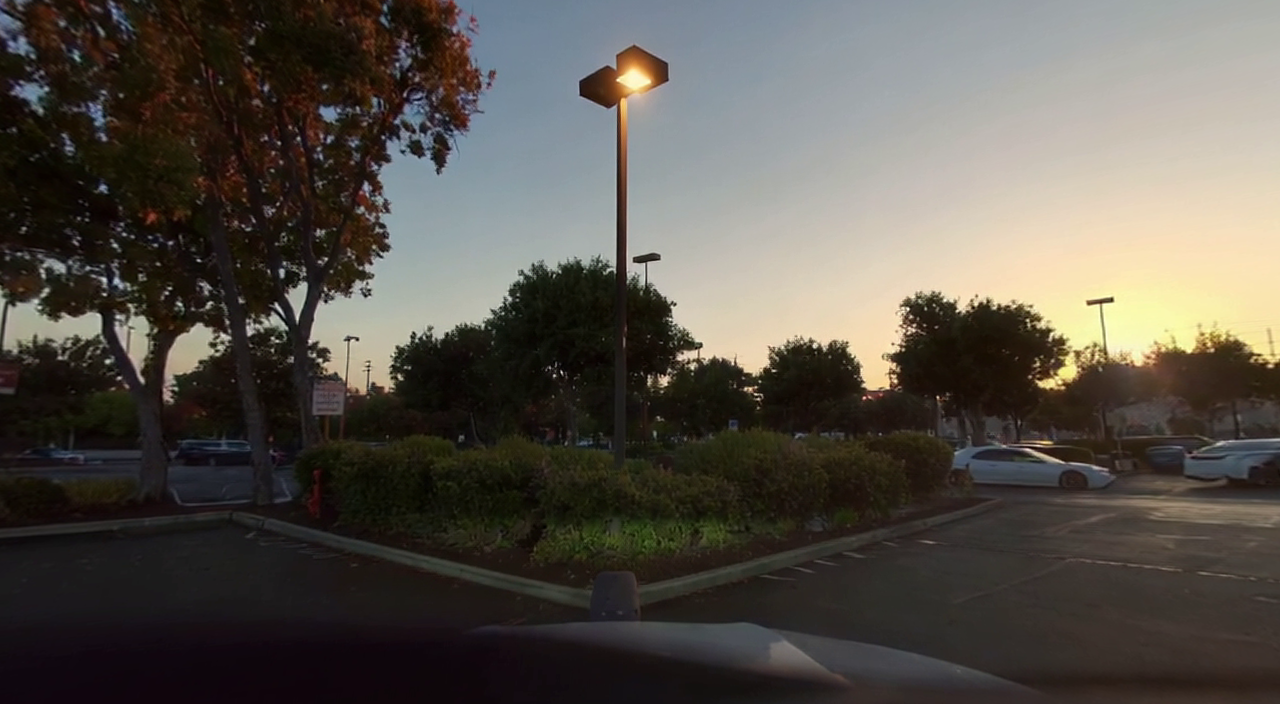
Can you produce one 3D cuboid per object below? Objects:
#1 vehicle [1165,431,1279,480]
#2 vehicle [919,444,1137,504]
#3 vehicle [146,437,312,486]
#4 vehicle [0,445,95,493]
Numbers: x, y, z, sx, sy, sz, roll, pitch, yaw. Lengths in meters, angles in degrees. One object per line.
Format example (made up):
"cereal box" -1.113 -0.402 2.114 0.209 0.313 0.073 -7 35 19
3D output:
"vehicle" 23.370 3.918 24.022 4.939 1.664 2.055 -10 -10 42
"vehicle" 10.669 3.310 17.638 4.772 1.441 1.976 -8 -12 43
"vehicle" -15.216 4.039 23.602 1.921 1.632 4.752 -8 -11 42
"vehicle" -19.430 3.563 19.214 1.790 1.396 4.000 -9 -12 40
